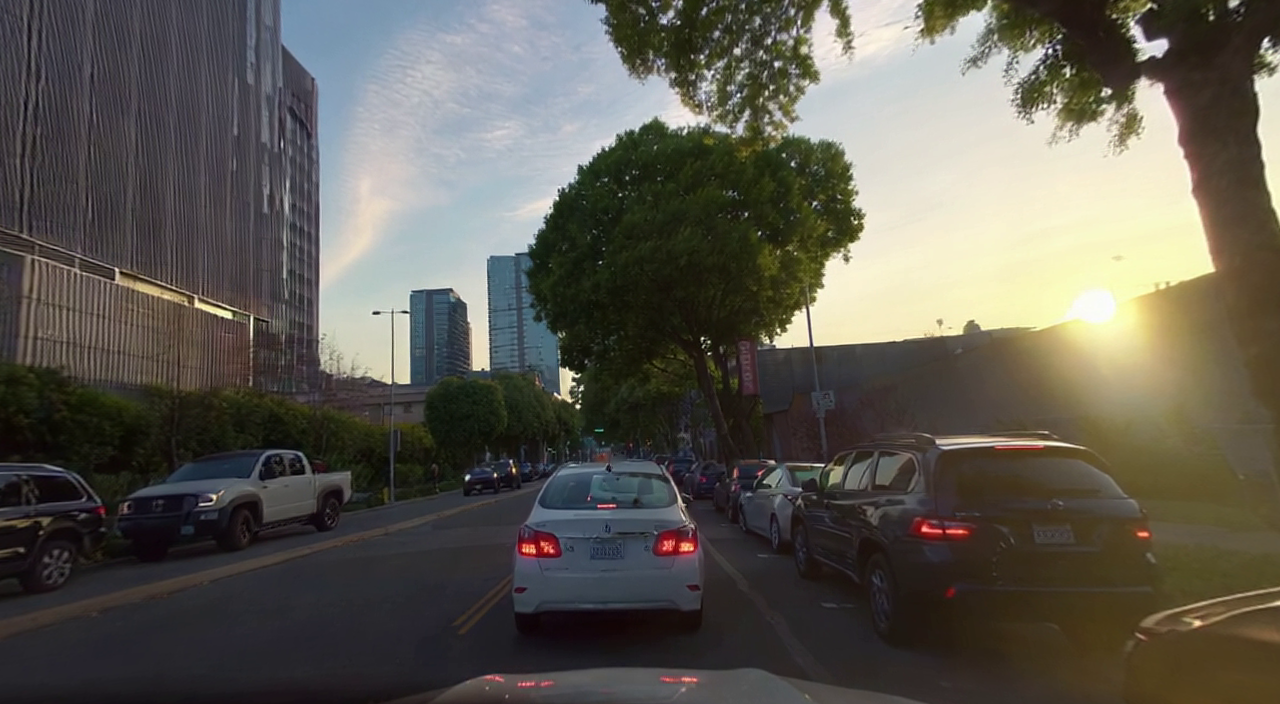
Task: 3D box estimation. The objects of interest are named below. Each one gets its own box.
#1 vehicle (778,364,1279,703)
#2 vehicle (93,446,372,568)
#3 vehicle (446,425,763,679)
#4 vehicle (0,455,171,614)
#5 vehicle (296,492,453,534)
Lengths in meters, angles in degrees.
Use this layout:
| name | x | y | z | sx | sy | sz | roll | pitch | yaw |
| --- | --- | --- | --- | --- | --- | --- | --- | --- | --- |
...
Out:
| name | x | y | z | sx | sy | sz | roll | pitch | yaw |
| --- | --- | --- | --- | --- | --- | --- | --- | --- | --- |
| vehicle | 2.707 | 1.434 | 5.710 | 1.868 | 1.920 | 4.501 | 1 | -10 | 0 |
| vehicle | -6.828 | 2.614 | 11.334 | 1.994 | 1.701 | 4.520 | 0 | -10 | 0 |
| vehicle | -0.200 | 1.617 | 5.932 | 2.018 | 1.583 | 3.646 | 1 | -10 | 1 |
| vehicle | -6.986 | 1.702 | 5.874 | 1.900 | 1.471 | 4.202 | 1 | -10 | 0 |
| vehicle | -6.948 | 4.313 | 17.160 | 2.223 | 0.774 | 4.789 | 1 | -10 | 0 |
